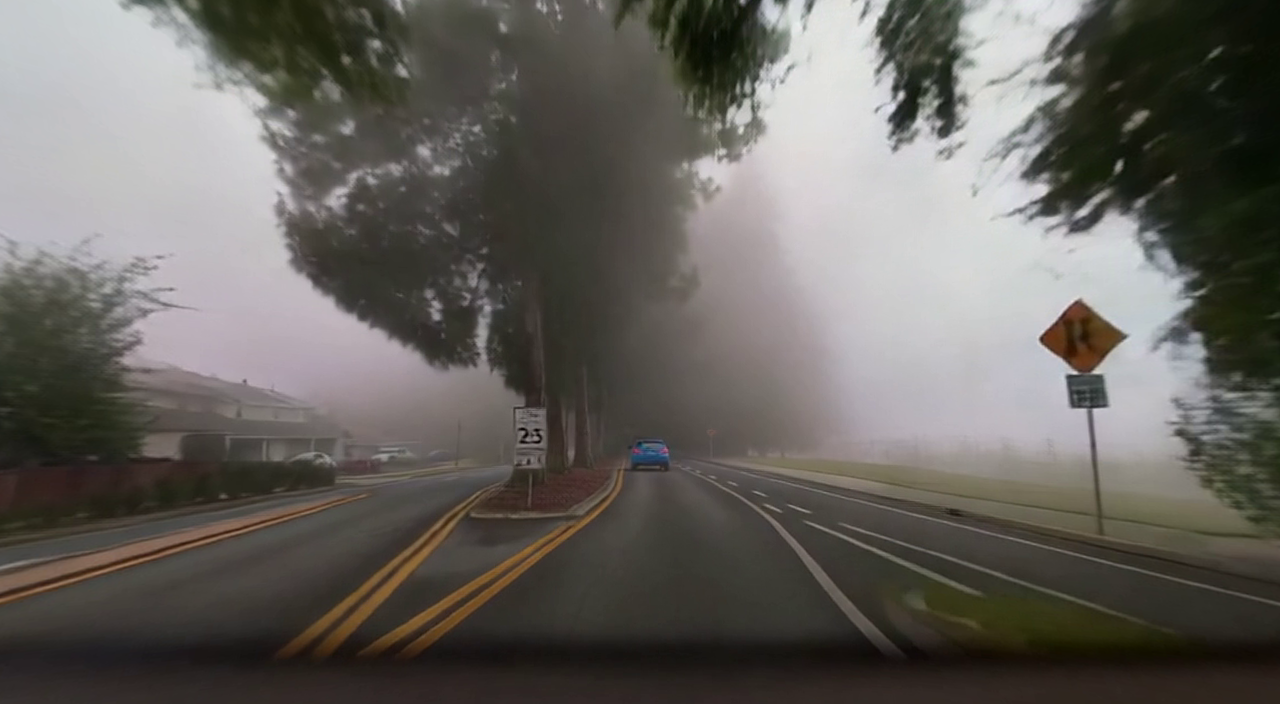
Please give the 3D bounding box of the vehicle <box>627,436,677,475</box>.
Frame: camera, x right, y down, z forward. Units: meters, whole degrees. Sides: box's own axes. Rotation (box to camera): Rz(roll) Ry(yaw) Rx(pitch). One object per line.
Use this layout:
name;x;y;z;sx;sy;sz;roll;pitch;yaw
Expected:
vehicle;0.490;4.930;30.269;2.216;1.708;4.110;0;-9;-1

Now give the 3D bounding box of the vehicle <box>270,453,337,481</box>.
vehicle;-19.661;6.725;37.138;1.792;1.471;4.511;2;-9;-6
